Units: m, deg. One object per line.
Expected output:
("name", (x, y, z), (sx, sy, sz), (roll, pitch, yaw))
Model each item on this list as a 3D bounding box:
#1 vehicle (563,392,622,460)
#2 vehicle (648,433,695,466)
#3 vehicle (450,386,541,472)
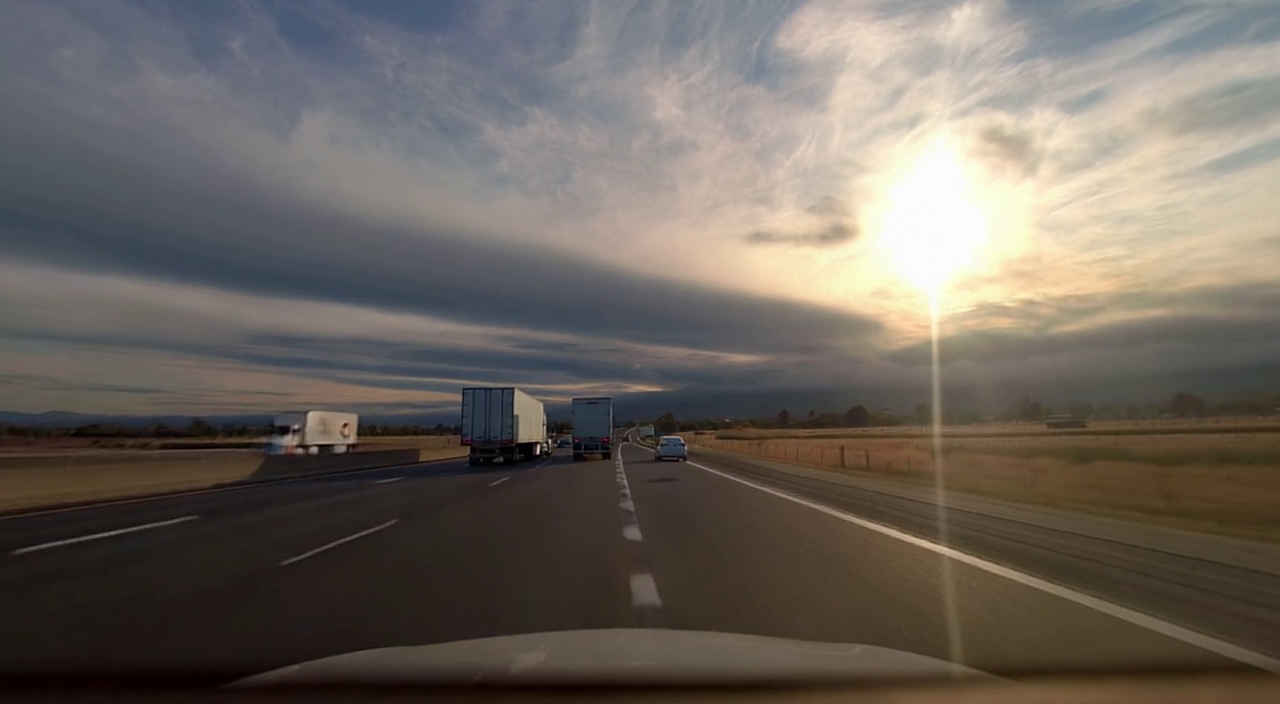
("vehicle", (-3.377, 5.624, 46.449), (3.475, 4.037, 17.454), (0, -8, -4))
("vehicle", (1.477, 4.726, 30.628), (1.891, 1.477, 3.599), (0, -8, -3))
("vehicle", (-6.310, 3.527, 28.623), (2.728, 3.405, 7.096), (0, -8, -3))
